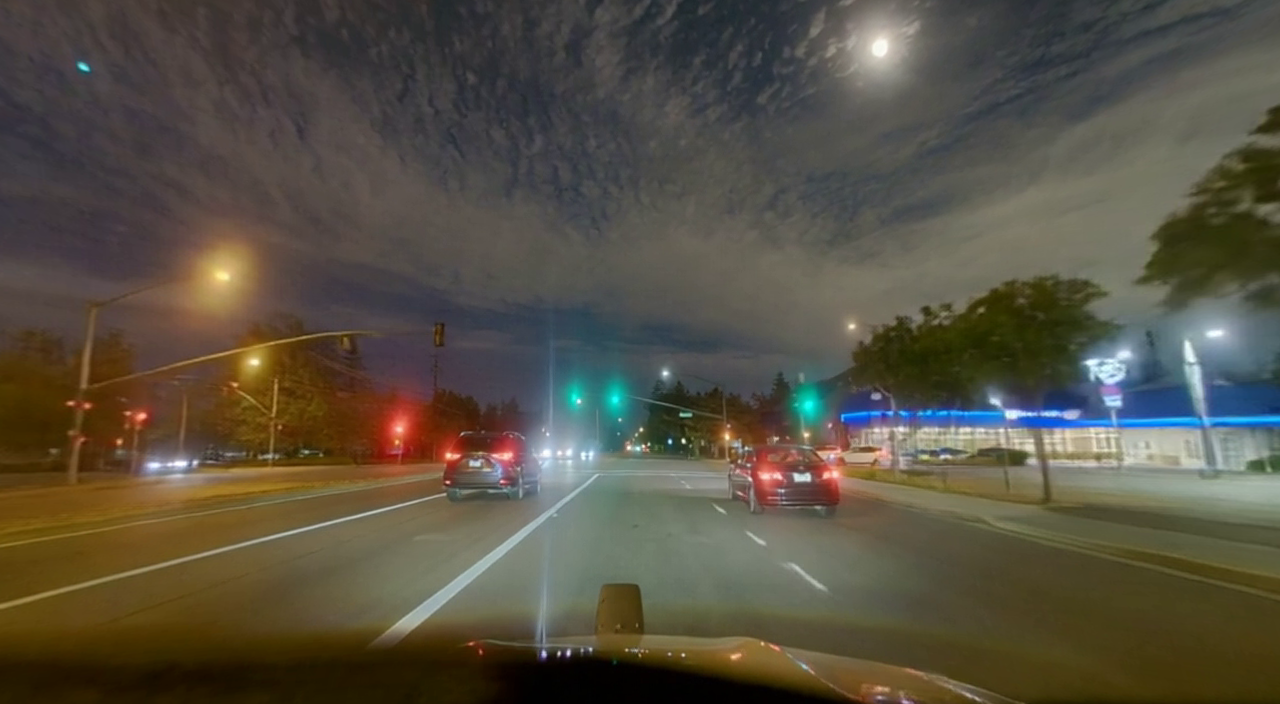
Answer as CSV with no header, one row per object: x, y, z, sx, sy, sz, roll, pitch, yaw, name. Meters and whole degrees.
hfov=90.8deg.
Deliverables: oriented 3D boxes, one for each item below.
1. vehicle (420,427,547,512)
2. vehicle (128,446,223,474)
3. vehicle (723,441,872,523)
-3.718,2.878,15.964,1.997,1.806,4.500,0,-9,1,vehicle
-36.541,8.493,49.801,5.569,2.088,2.426,0,-9,0,vehicle
3.248,2.776,14.163,1.975,1.502,4.787,0,-9,-2,vehicle
